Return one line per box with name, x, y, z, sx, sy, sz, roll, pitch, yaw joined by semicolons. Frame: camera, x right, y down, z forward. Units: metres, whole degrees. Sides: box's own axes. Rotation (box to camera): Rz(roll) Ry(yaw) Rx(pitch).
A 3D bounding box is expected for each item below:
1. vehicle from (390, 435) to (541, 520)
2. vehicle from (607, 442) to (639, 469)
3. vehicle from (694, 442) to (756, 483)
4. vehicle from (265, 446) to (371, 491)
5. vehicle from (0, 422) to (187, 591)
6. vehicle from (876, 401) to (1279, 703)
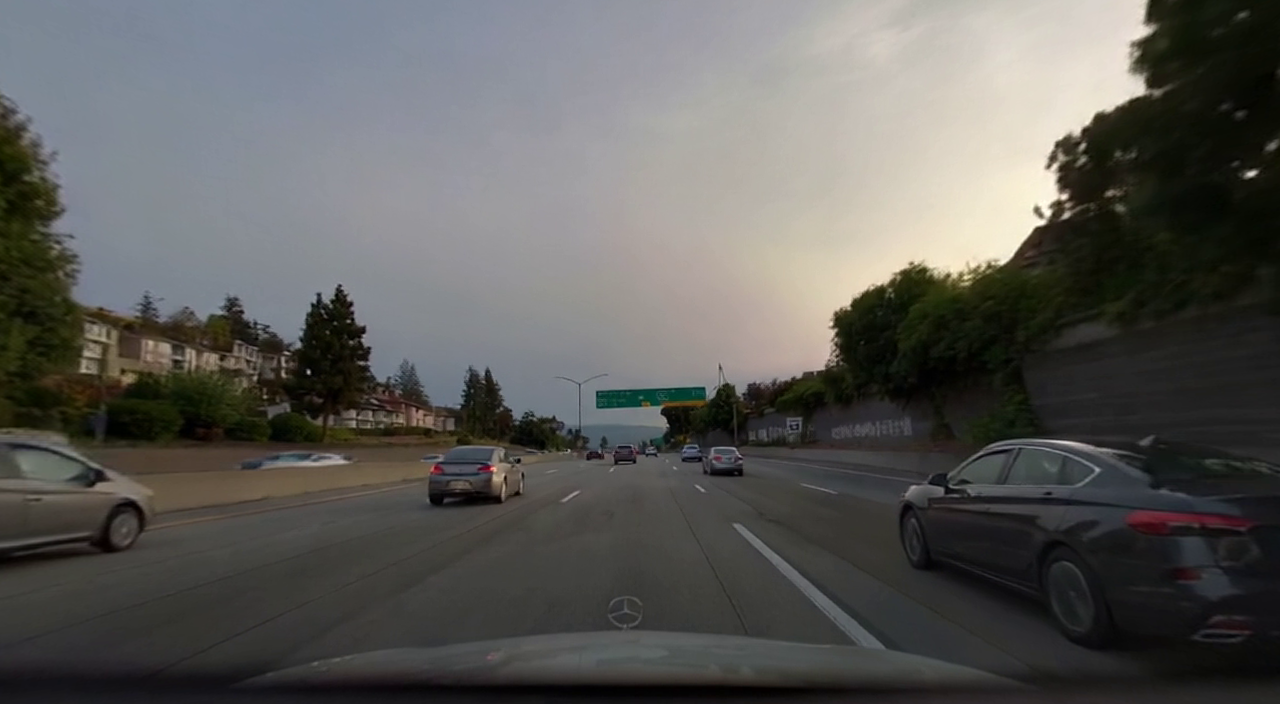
vehicle;-3.653;2.707;14.178;2.136;1.571;4.285;0;-8;1
vehicle;-1.188;7.208;44.212;2.183;1.764;4.134;0;-8;-1
vehicle;3.263;4.304;24.874;1.854;1.438;3.954;0;-8;-1
vehicle;-12.543;4.515;24.914;1.874;1.593;4.281;0;-8;1
vehicle;-7.445;1.604;6.654;2.057;1.681;4.277;0;-8;1
vehicle;3.605;1.275;4.829;1.912;1.509;4.291;0;-8;0
